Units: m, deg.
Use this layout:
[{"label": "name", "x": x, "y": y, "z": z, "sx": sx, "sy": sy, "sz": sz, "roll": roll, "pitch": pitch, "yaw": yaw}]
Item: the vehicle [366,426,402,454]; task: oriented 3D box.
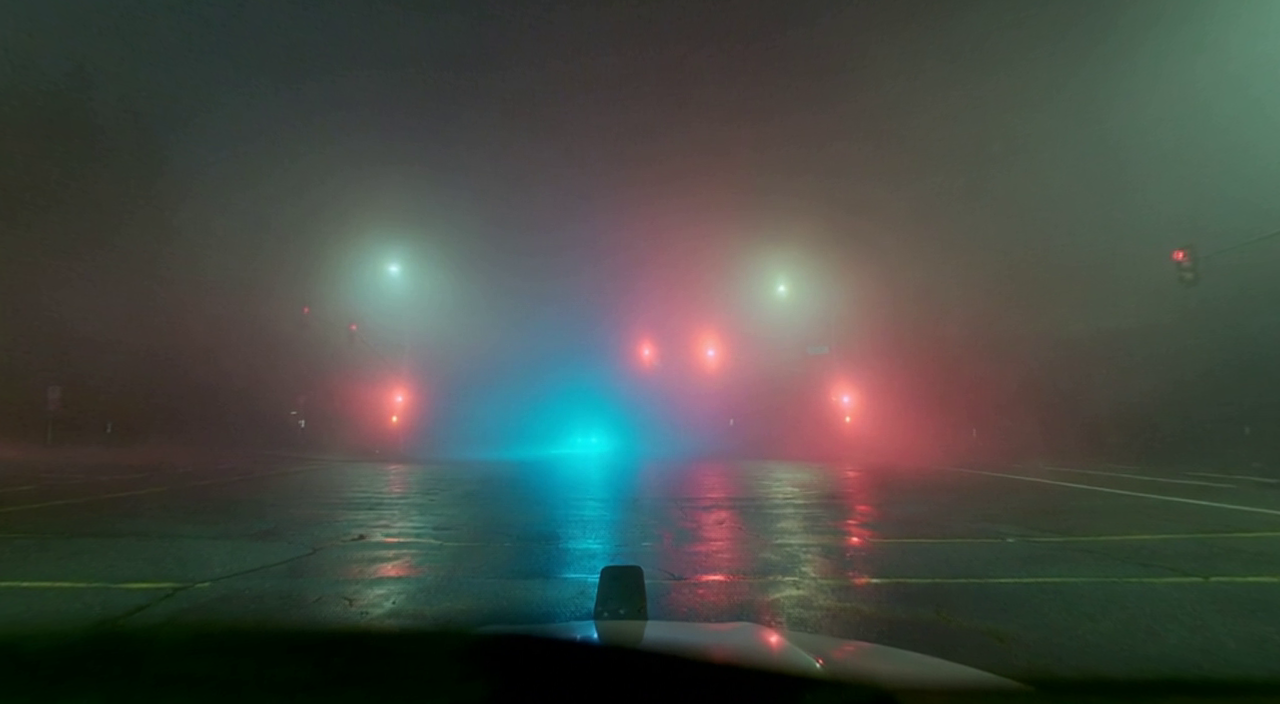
[{"label": "vehicle", "x": -19.972, "y": 6.845, "z": 48.903, "sx": 1.873, "sy": 2.079, "sz": 2.879, "roll": 6, "pitch": -11, "yaw": -36}]
